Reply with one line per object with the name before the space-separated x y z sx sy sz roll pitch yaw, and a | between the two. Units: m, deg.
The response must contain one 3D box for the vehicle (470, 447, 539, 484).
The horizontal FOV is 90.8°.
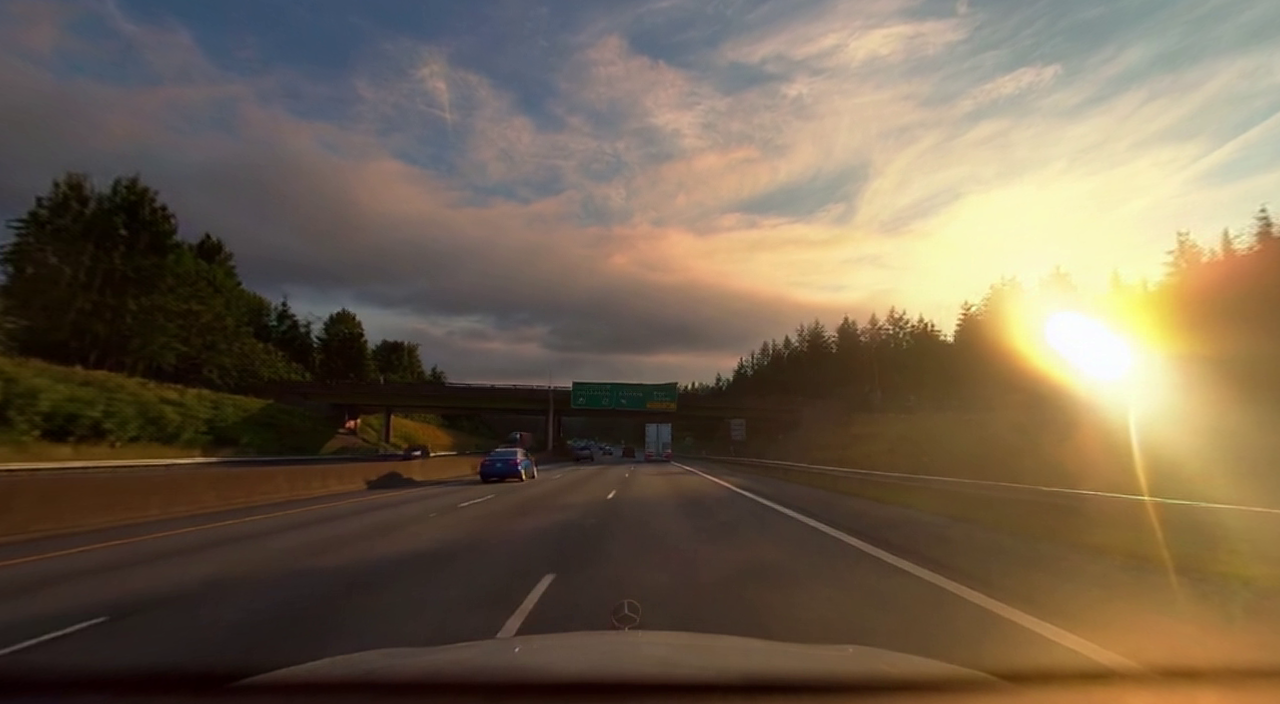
vehicle | -6.039 5.096 28.701 2.038 1.489 4.603 -1 -9 1
